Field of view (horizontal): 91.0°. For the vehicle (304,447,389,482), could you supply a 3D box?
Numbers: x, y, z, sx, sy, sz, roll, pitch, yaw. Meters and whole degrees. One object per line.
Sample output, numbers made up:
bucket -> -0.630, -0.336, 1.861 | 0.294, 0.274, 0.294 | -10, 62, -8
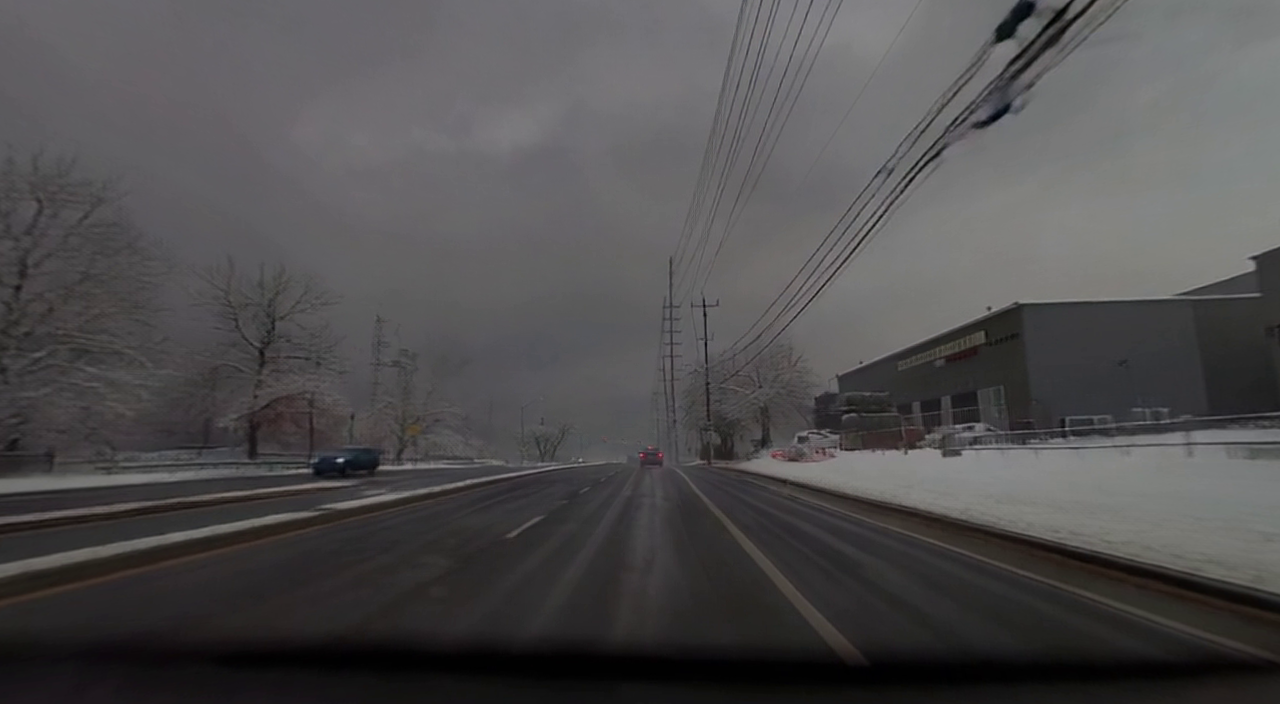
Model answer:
vehicle -> -13.905, 5.323, 30.129 | 1.831, 1.474, 4.352 | 0, -8, 2

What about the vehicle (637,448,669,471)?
vehicle -> 0.901, 7.407, 43.652 | 2.114, 1.492, 4.453 | 0, -8, 1
